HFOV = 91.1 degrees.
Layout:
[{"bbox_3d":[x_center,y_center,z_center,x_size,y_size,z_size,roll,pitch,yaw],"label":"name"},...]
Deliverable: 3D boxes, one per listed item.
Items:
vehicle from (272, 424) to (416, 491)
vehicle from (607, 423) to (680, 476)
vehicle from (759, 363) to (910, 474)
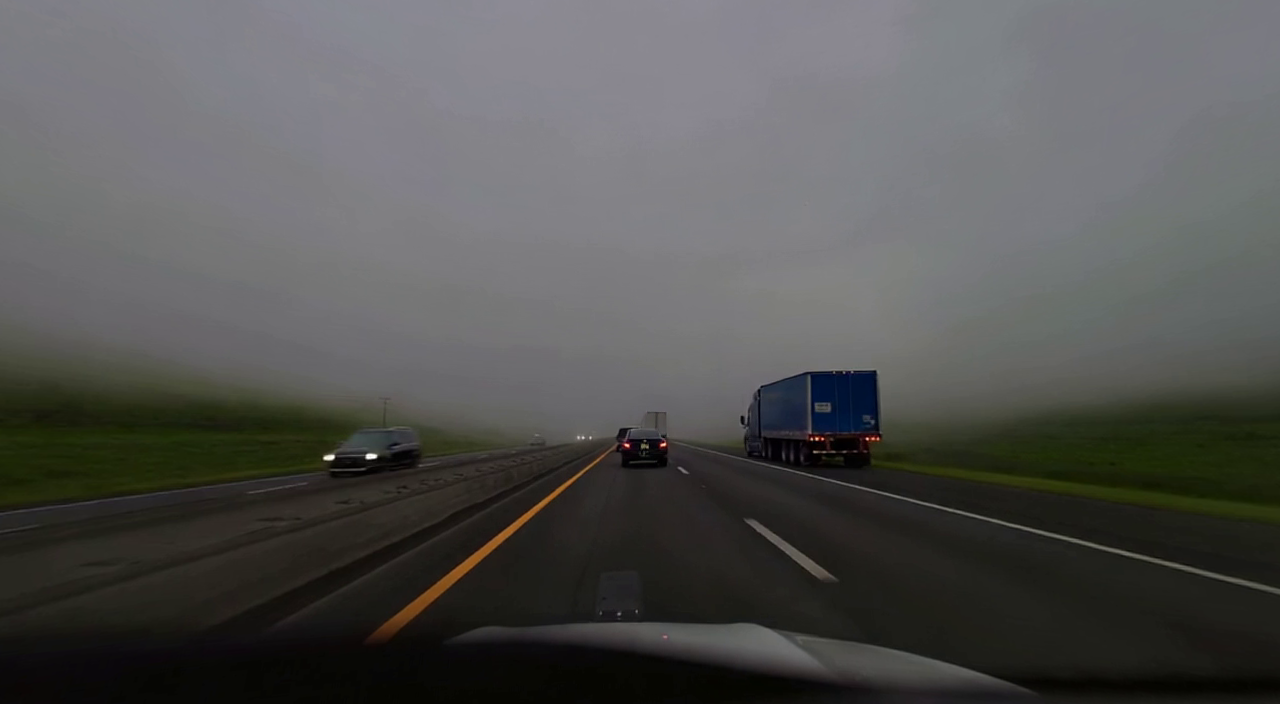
[{"bbox_3d":[-7.871,2.820,17.210,1.905,1.577,4.136,0,-8,0],"label":"vehicle"},{"bbox_3d":[0.090,3.271,21.417,2.216,1.623,4.220,0,-8,-1],"label":"vehicle"},{"bbox_3d":[7.237,2.782,25.167,3.010,3.638,8.978,0,-8,-1],"label":"vehicle"}]
